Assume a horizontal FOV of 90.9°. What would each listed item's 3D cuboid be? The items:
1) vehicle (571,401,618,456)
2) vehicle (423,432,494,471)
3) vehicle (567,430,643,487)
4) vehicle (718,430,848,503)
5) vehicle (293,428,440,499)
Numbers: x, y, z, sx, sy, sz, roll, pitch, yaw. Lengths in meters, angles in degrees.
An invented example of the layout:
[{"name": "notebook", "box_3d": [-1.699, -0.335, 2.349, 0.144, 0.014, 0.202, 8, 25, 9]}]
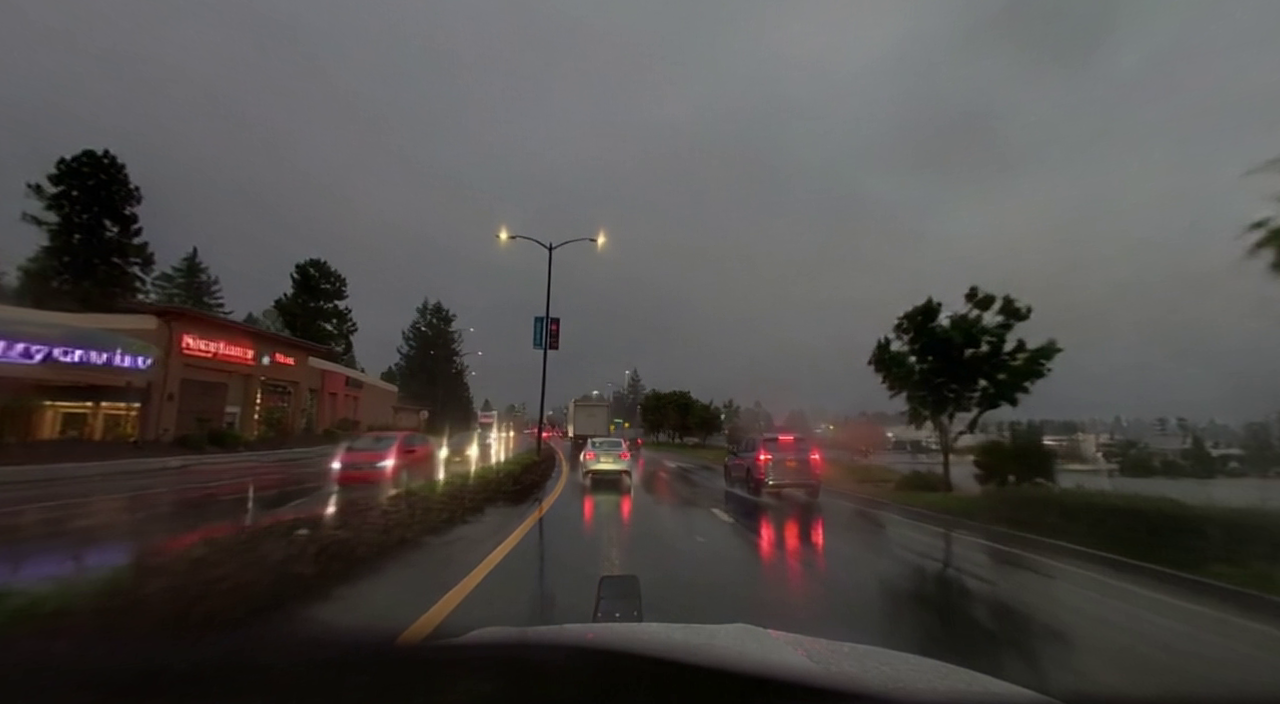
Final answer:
[{"name": "vehicle", "box_3d": [-3.282, 5.379, 43.873, 2.917, 3.482, 6.946, 1, -8, -7]}, {"name": "vehicle", "box_3d": [-7.681, 4.237, 27.163, 1.984, 1.486, 4.708, 1, -8, -4]}, {"name": "vehicle", "box_3d": [-1.054, 3.039, 18.300, 1.991, 1.472, 3.518, 1, -8, -5]}, {"name": "vehicle", "box_3d": [3.183, 2.614, 14.919, 1.889, 1.480, 3.876, 1, -8, -5]}, {"name": "vehicle", "box_3d": [-6.682, 2.740, 15.979, 2.007, 1.532, 4.266, 1, -8, -3]}]
